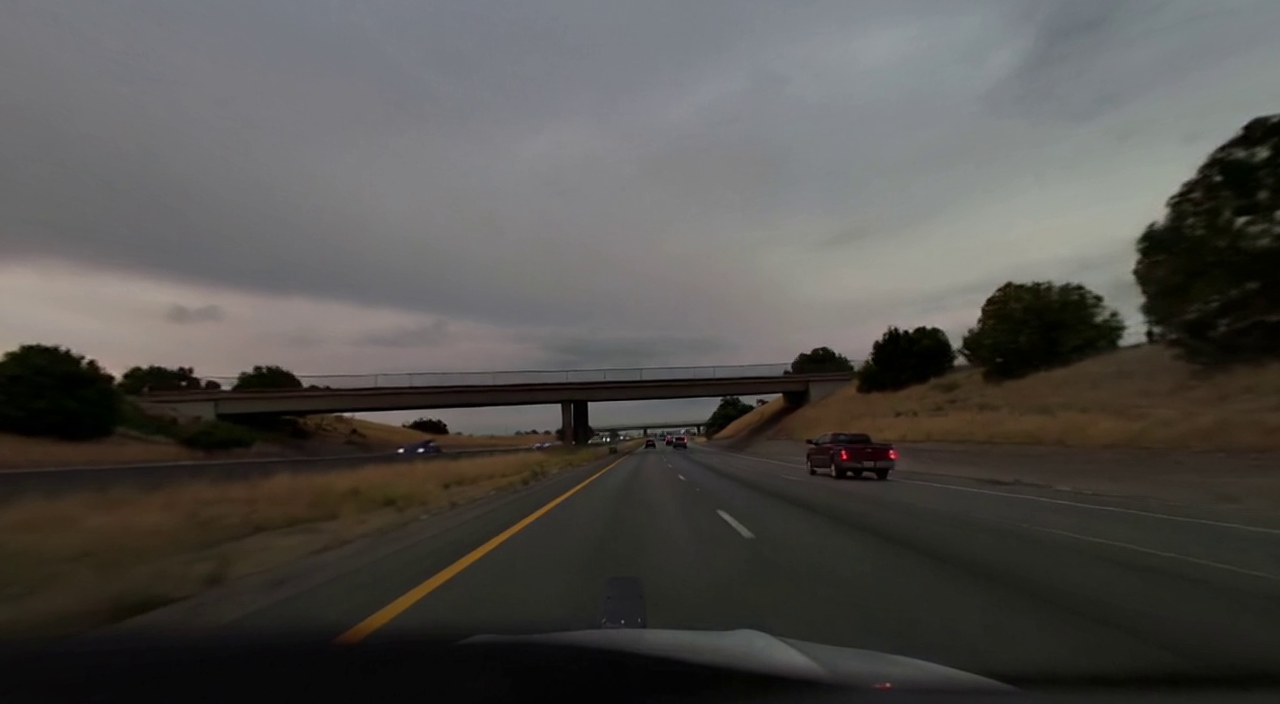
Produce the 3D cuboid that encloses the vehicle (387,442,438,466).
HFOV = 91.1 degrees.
[{"bbox_3d":[-16.981,7.641,47.147,1.910,1.704,5.056,0,-9,0],"label":"vehicle"}]

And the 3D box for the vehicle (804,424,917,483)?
[{"bbox_3d":[8.446,3.978,24.749,2.362,2.037,5.409,0,-9,-1],"label":"vehicle"}]
